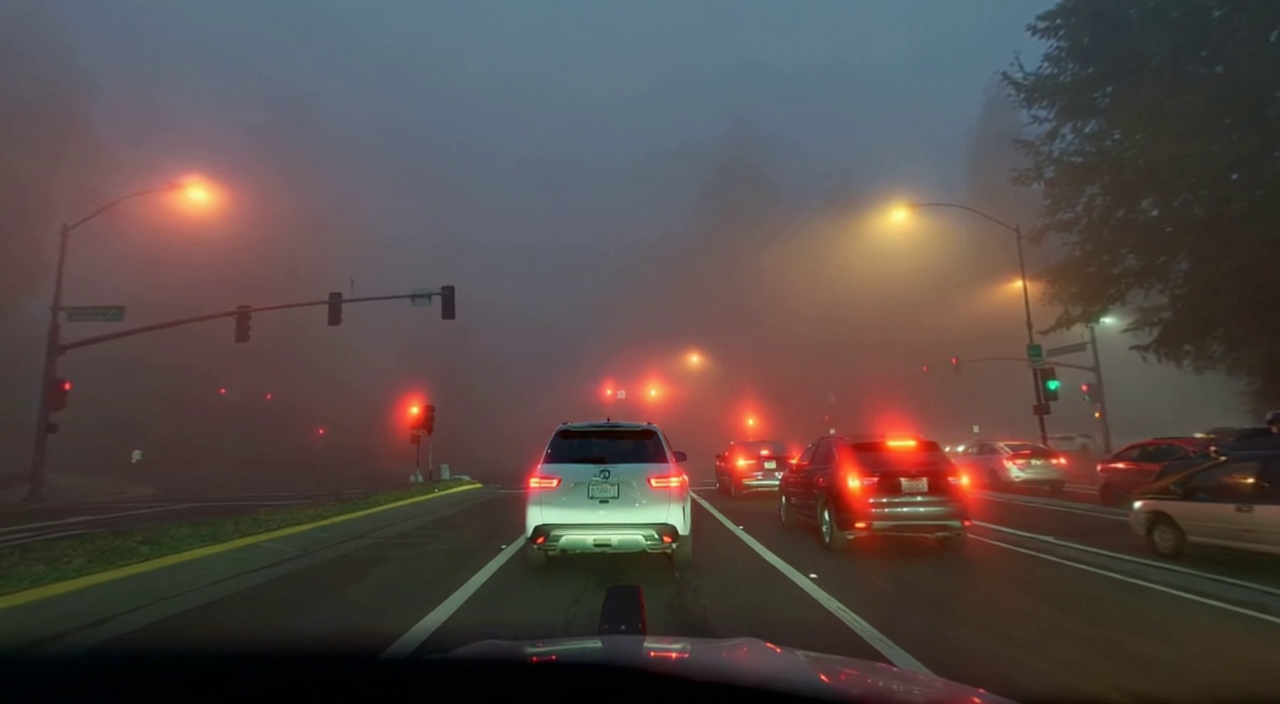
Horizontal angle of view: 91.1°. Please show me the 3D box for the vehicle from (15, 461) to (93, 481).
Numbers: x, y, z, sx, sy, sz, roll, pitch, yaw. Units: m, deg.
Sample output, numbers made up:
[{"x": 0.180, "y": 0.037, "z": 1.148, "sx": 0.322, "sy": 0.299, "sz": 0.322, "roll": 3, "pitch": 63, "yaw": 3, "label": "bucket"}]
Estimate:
[{"x": -45.688, "y": 9.264, "z": 49.000, "sx": 4.232, "sy": 1.498, "sz": 1.791, "roll": 0, "pitch": -8, "yaw": 1, "label": "vehicle"}]

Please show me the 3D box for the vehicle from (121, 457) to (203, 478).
[{"x": -37.306, "y": 9.011, "z": 49.067, "sx": 4.914, "sy": 1.487, "sz": 1.850, "roll": 0, "pitch": -8, "yaw": 1, "label": "vehicle"}]

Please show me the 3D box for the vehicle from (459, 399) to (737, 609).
[{"x": -0.309, "y": 1.534, "z": 7.210, "sx": 2.256, "sy": 1.694, "sz": 4.055, "roll": 0, "pitch": -8, "yaw": 1, "label": "vehicle"}]

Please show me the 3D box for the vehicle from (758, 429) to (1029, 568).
[{"x": 3.154, "y": 1.908, "z": 9.043, "sx": 1.971, "sy": 1.473, "sz": 4.495, "roll": 0, "pitch": -8, "yaw": -1, "label": "vehicle"}]

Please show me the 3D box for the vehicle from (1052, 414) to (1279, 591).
[{"x": 6.570, "y": 1.444, "z": 6.325, "sx": 1.941, "sy": 1.532, "sz": 4.152, "roll": 0, "pitch": -8, "yaw": -1, "label": "vehicle"}]

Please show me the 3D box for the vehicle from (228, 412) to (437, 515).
[{"x": -6.714, "y": 2.503, "z": 14.585, "sx": 2.214, "sy": 1.953, "sz": 5.017, "roll": 0, "pitch": -8, "yaw": 1, "label": "vehicle"}]
